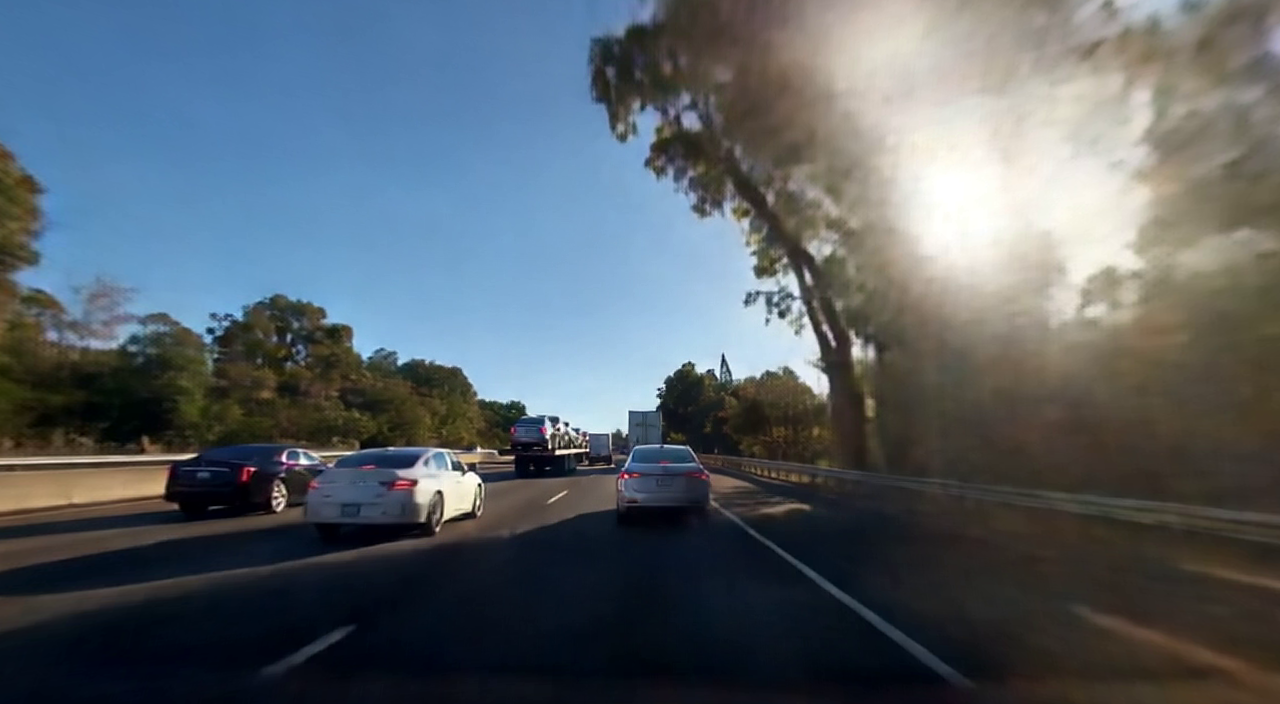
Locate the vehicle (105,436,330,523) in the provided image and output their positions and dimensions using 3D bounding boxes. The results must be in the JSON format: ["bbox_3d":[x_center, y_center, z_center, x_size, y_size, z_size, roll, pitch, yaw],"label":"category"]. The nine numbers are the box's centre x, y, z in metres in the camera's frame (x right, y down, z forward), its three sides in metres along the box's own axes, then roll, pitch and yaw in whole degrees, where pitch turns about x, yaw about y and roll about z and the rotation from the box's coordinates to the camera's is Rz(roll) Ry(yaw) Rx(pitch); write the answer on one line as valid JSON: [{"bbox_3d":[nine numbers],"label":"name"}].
[{"bbox_3d":[-8.403,2.543,13.100,1.888,1.507,3.949,0,-9,0],"label":"vehicle"}]

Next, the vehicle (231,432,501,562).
[{"bbox_3d":[-3.656,2.015,9.557,1.947,1.470,4.526,0,-9,2],"label":"vehicle"}]

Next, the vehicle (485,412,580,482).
[{"bbox_3d":[-2.675,2.495,16.616,2.031,1.594,4.103,0,-9,-4],"label":"vehicle"}]

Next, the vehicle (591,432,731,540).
[{"bbox_3d":[0.318,2.171,10.734,1.991,1.507,3.391,0,-9,1],"label":"vehicle"}]
